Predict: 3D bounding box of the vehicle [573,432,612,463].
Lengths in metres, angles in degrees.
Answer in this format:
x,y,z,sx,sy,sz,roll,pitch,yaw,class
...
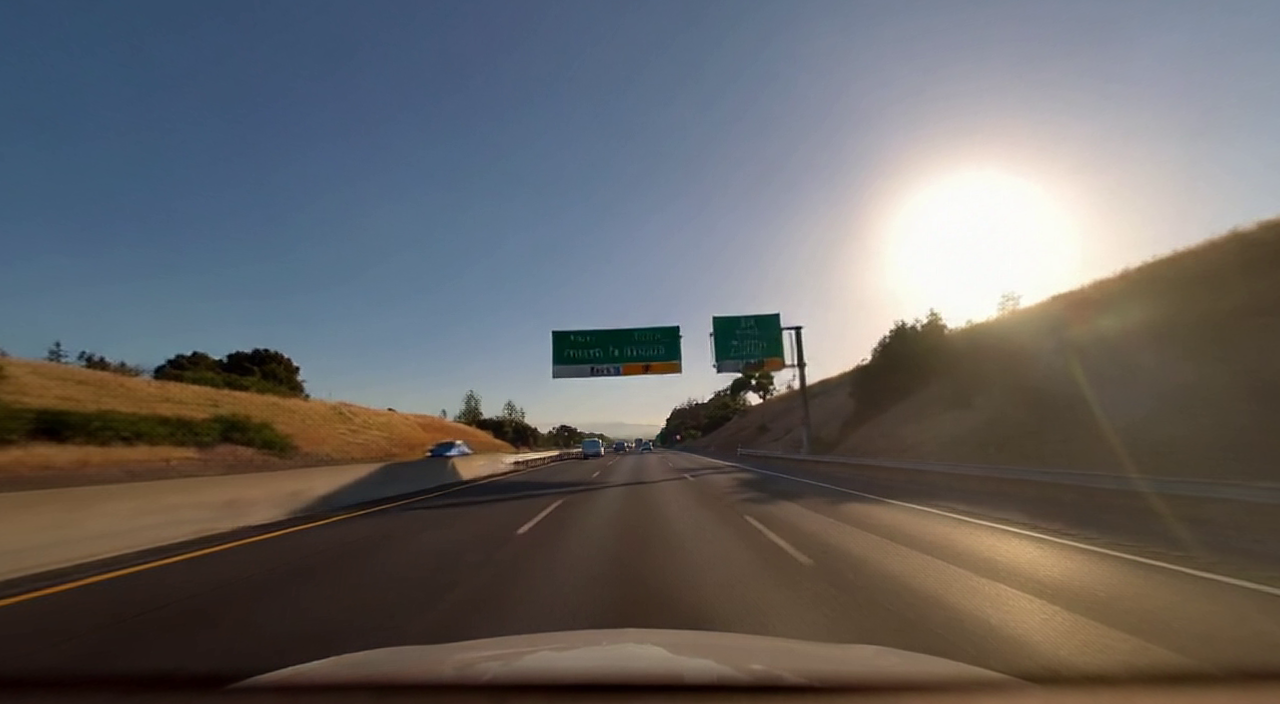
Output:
x,y,z,sx,sy,sz,roll,pitch,yaw,class
-3.255,6.721,44.282,2.286,2.011,4.452,0,-8,1,vehicle

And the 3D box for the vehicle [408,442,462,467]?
x,y,z,sx,sy,sz,roll,pitch,yaw,class
-13.630,6.836,42.091,2.180,1.577,4.220,0,-8,1,vehicle
